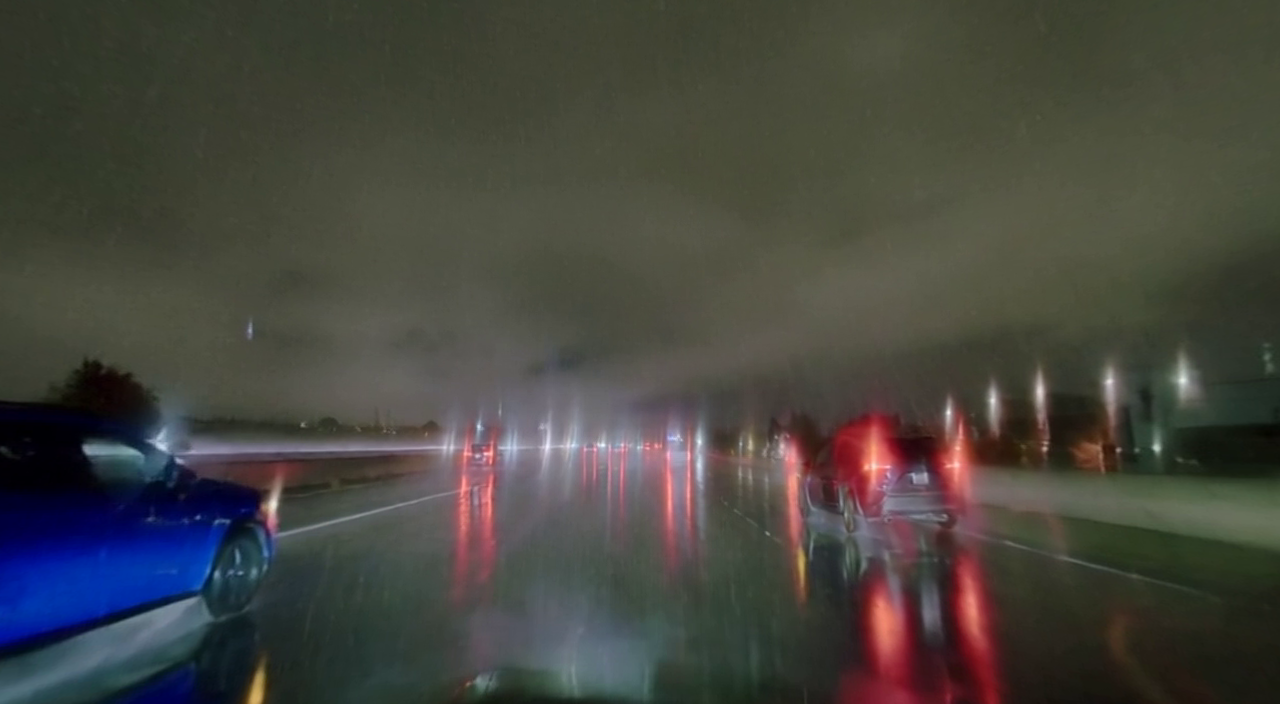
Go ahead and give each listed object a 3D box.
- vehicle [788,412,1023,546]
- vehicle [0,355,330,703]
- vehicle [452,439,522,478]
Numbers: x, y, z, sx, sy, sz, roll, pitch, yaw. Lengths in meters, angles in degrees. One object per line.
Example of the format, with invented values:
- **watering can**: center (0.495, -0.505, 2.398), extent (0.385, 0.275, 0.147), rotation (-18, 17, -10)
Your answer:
- **vehicle**: center (4.322, 2.157, 11.315), extent (2.153, 1.860, 4.689), rotation (0, -9, 0)
- **vehicle**: center (-3.996, 0.997, 3.471), extent (2.214, 1.743, 4.465), rotation (0, -9, 1)
- **vehicle**: center (-7.248, 5.097, 30.333), extent (2.095, 1.696, 4.680), rotation (-1, -9, 2)
